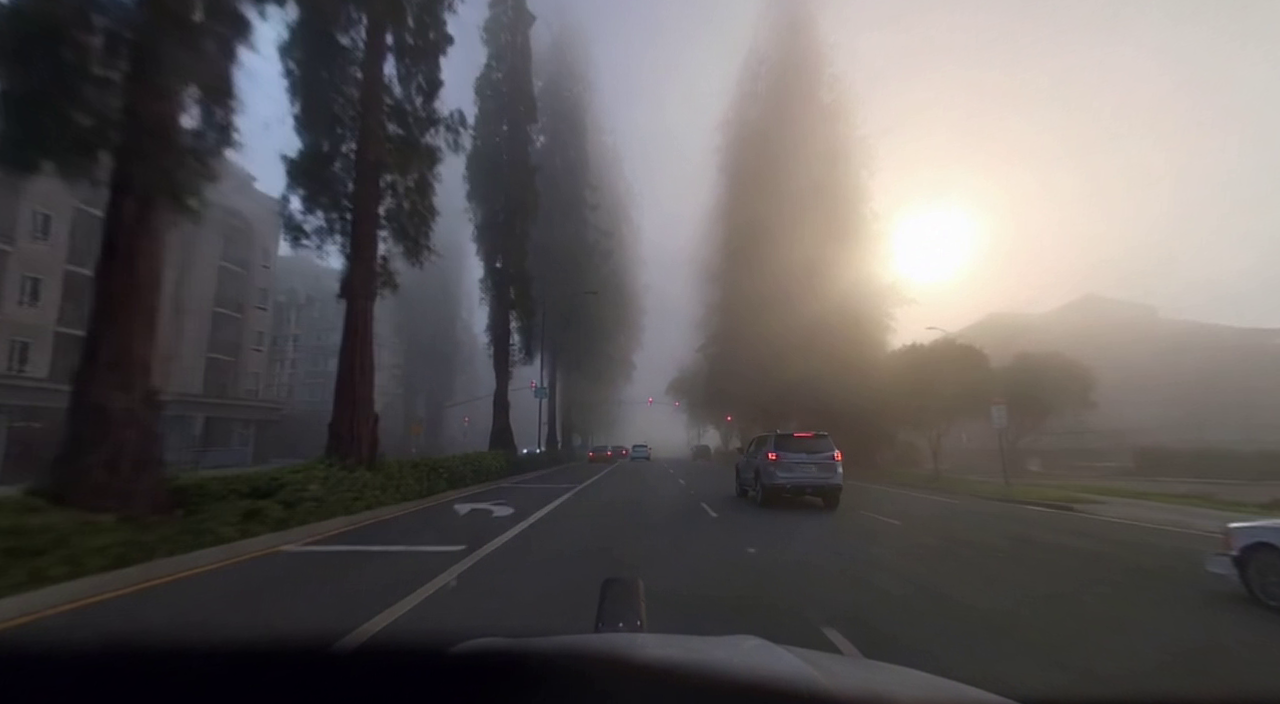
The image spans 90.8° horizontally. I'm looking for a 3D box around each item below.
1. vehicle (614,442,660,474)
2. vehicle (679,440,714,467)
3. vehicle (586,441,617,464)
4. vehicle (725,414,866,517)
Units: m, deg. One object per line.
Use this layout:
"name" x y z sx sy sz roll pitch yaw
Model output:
"vehicle" -0.126 5.140 30.867 2.119 1.460 3.847 0 -8 0
"vehicle" 3.806 6.873 42.940 1.922 1.708 4.126 0 -8 -1
"vehicle" -2.828 7.507 47.389 1.962 1.632 3.979 0 -8 1
"vehicle" 3.241 2.470 14.205 2.035 1.940 4.299 0 -8 0
